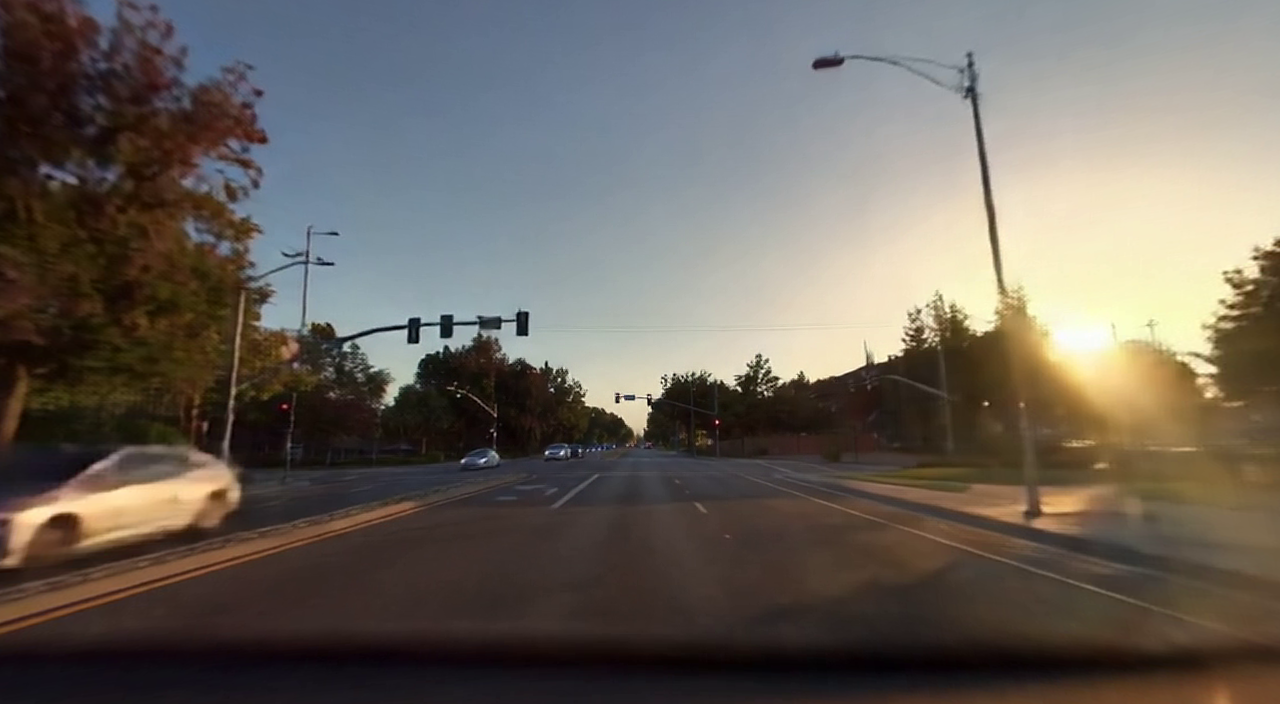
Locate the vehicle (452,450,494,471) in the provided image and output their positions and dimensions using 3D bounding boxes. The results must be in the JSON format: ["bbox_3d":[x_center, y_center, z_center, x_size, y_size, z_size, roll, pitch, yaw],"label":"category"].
[{"bbox_3d":[-11.920,7.751,45.252,1.825,1.435,4.211,0,-8,1],"label":"vehicle"}]

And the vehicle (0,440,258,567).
[{"bbox_3d":[-8.795,2.335,10.599,1.986,1.665,4.284,0,-8,1],"label":"vehicle"}]

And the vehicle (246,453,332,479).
[{"bbox_3d":[-21.559,6.960,38.661,5.038,1.435,2.074,-4,-9,28],"label":"vehicle"}]
